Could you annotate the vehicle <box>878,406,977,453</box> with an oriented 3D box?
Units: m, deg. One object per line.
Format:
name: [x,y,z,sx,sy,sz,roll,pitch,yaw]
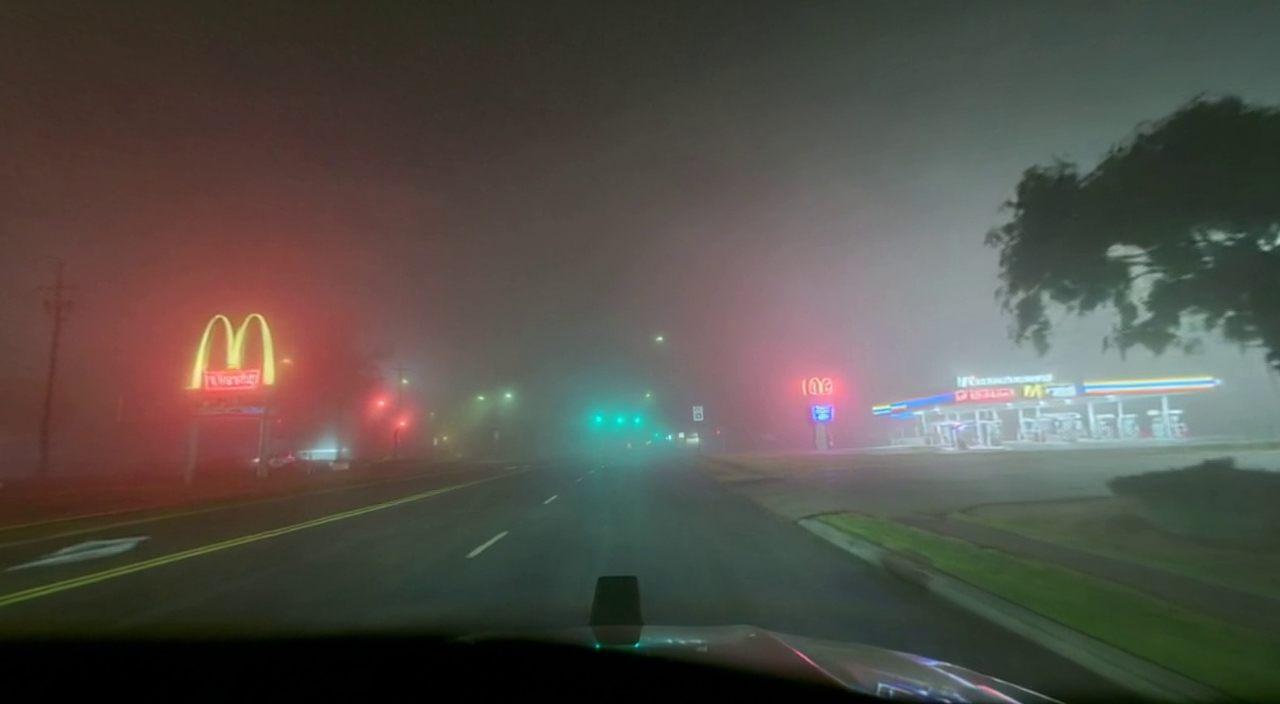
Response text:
vehicle: [16.004,4.358,34.976,5.529,2.395,2.399,6,-10,-35]
